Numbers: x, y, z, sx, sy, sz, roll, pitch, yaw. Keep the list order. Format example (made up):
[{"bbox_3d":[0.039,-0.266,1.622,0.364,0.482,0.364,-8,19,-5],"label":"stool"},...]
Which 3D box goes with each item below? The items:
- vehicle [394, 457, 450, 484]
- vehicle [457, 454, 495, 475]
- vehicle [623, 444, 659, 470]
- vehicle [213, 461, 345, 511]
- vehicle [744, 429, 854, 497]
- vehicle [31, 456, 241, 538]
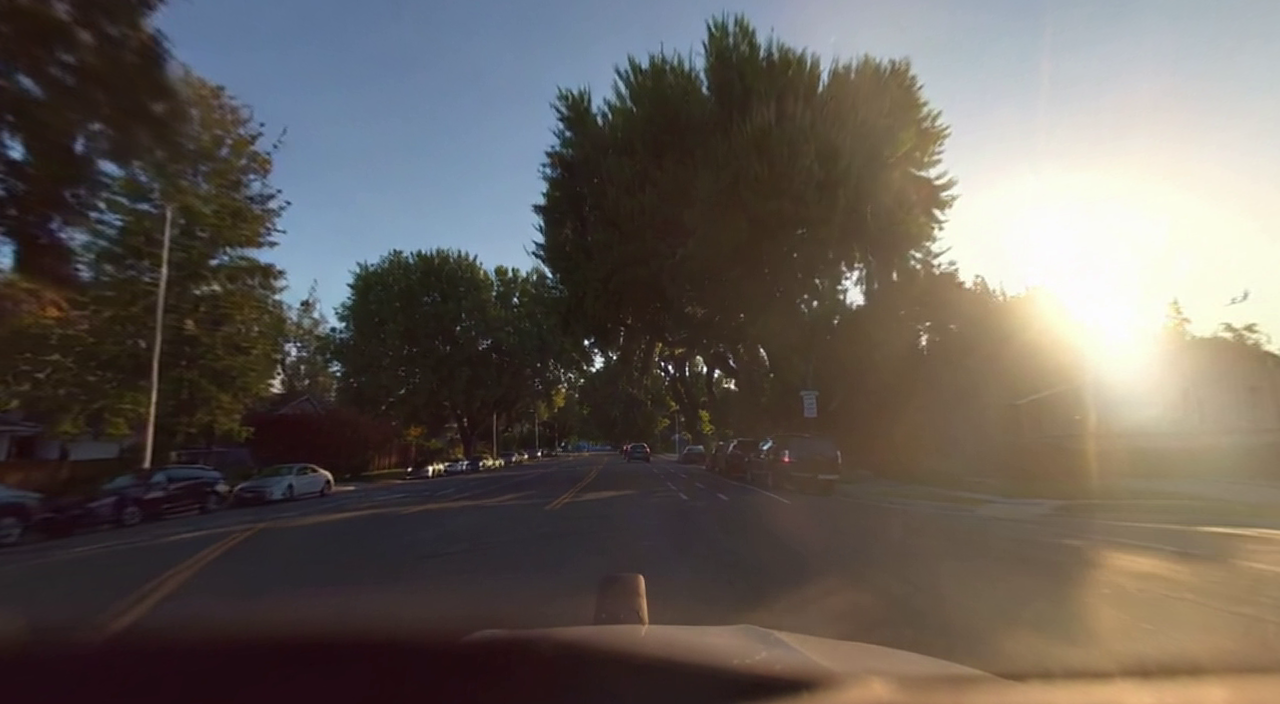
[{"bbox_3d":[-12.789,6.970,37.396,1.819,1.443,4.273,0,-9,0],"label":"vehicle"},{"bbox_3d":[-12.795,8.773,49.532,1.882,1.507,4.638,0,-9,-3],"label":"vehicle"},{"bbox_3d":[0.006,6.364,38.441,2.022,1.471,3.973,0,-9,-2],"label":"vehicle"},{"bbox_3d":[-12.622,4.671,22.500,1.835,1.488,4.696,-1,-9,1],"label":"vehicle"},{"bbox_3d":[5.102,3.611,21.097,2.195,2.000,4.789,0,-8,-3],"label":"vehicle"},{"bbox_3d":[-12.745,3.630,16.466,1.917,1.739,4.461,0,-9,-3],"label":"vehicle"}]
